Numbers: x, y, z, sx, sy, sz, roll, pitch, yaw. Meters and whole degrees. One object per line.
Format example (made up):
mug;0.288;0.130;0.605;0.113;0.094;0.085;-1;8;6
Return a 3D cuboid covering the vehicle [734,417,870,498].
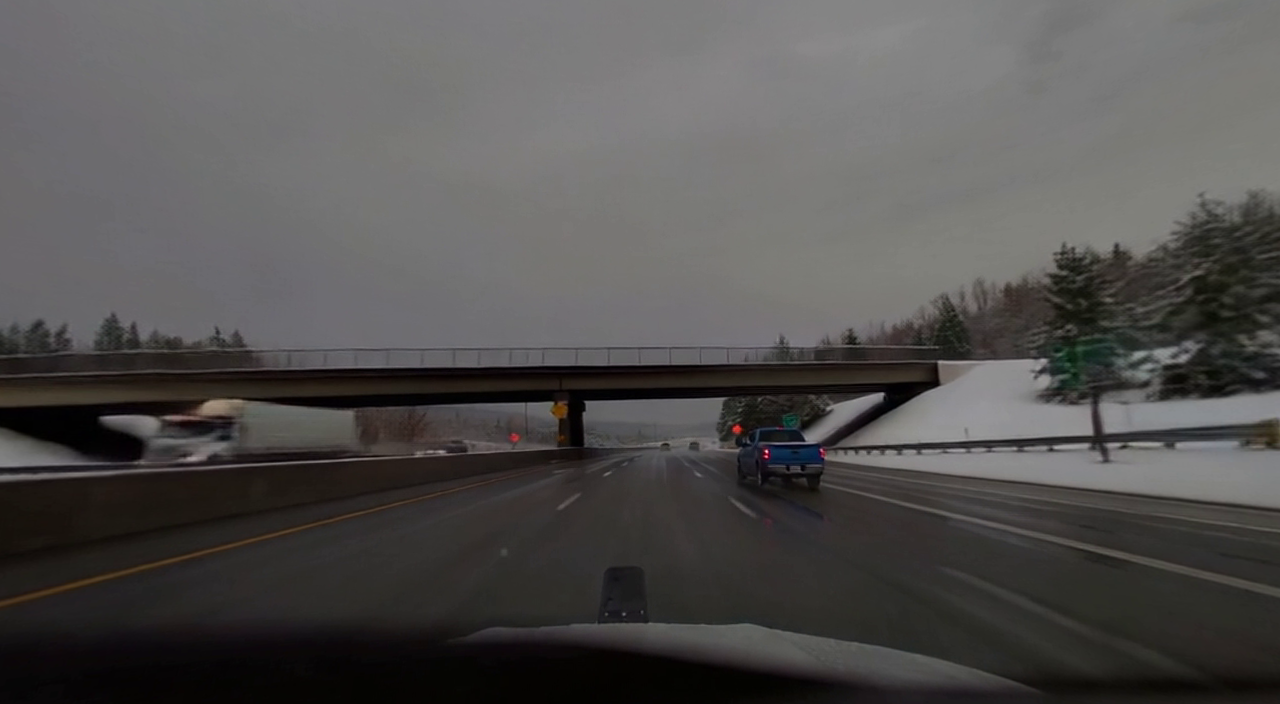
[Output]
vehicle;4.519;3.080;18.817;2.505;2.020;5.532;0;-8;-1

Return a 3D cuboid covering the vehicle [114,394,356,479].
vehicle;-18.565;4.197;30.847;3.005;3.267;12.753;0;-8;2

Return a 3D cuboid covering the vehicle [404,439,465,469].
vehicle;-12.340;6.126;38.164;2.004;1.656;4.805;0;-8;1
